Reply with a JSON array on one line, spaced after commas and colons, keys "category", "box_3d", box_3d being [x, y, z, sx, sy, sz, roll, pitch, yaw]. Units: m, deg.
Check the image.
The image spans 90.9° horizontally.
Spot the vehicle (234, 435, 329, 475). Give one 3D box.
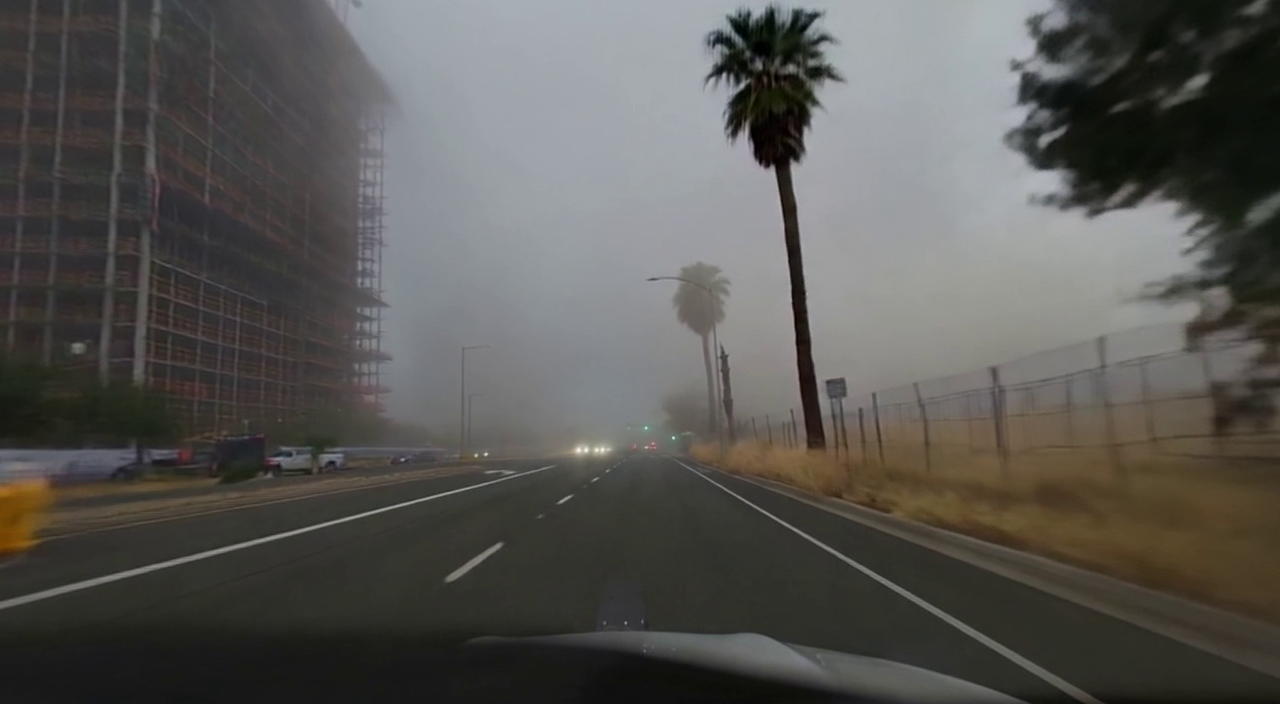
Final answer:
[{"category": "vehicle", "box_3d": [-26.512, 7.571, 46.576, 6.454, 2.718, 3.175, -5, -10, 31]}]
